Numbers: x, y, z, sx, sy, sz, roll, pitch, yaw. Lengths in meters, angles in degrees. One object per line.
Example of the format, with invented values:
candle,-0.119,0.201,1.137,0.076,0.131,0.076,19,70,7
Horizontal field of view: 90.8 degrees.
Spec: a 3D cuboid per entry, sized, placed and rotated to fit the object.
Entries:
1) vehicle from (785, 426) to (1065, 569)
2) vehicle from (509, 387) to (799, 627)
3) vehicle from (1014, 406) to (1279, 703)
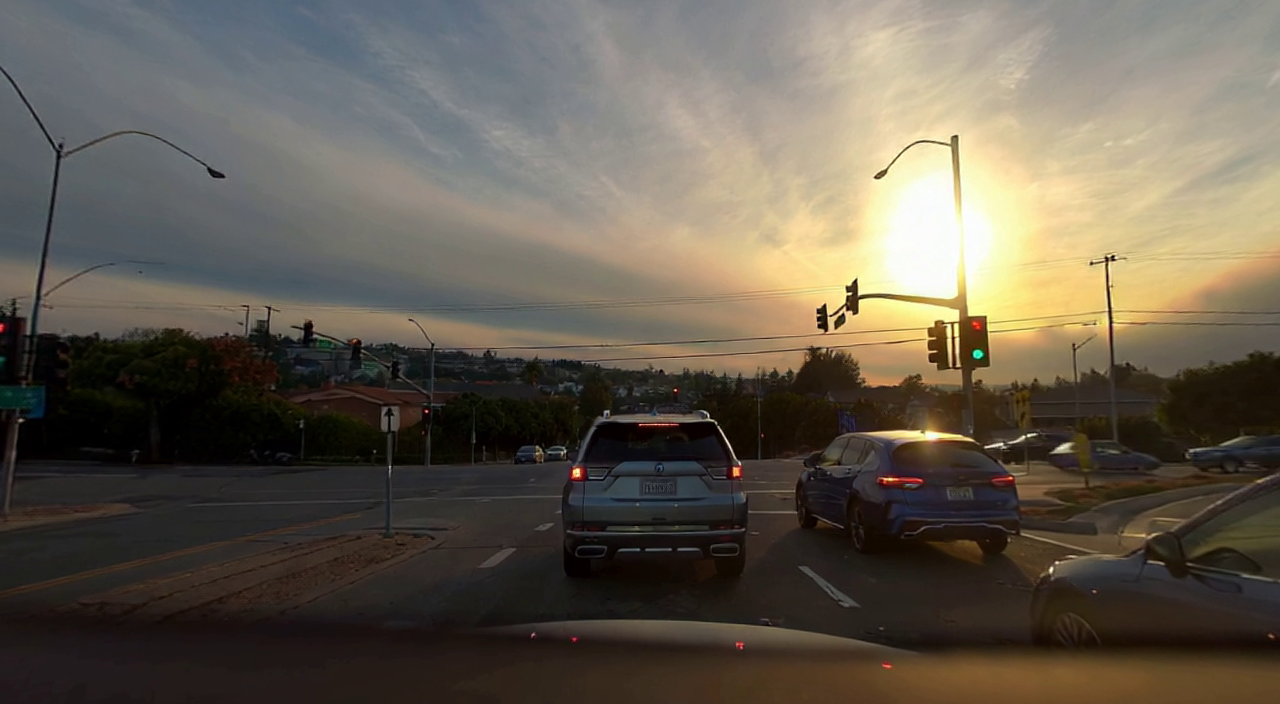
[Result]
vehicle,3.516,1.857,8.858,1.861,1.495,4.215,0,-8,-1
vehicle,0.095,1.494,7.058,2.170,1.793,4.468,0,-8,0
vehicle,3.155,0.817,1.420,1.924,1.466,4.461,0,-8,1
